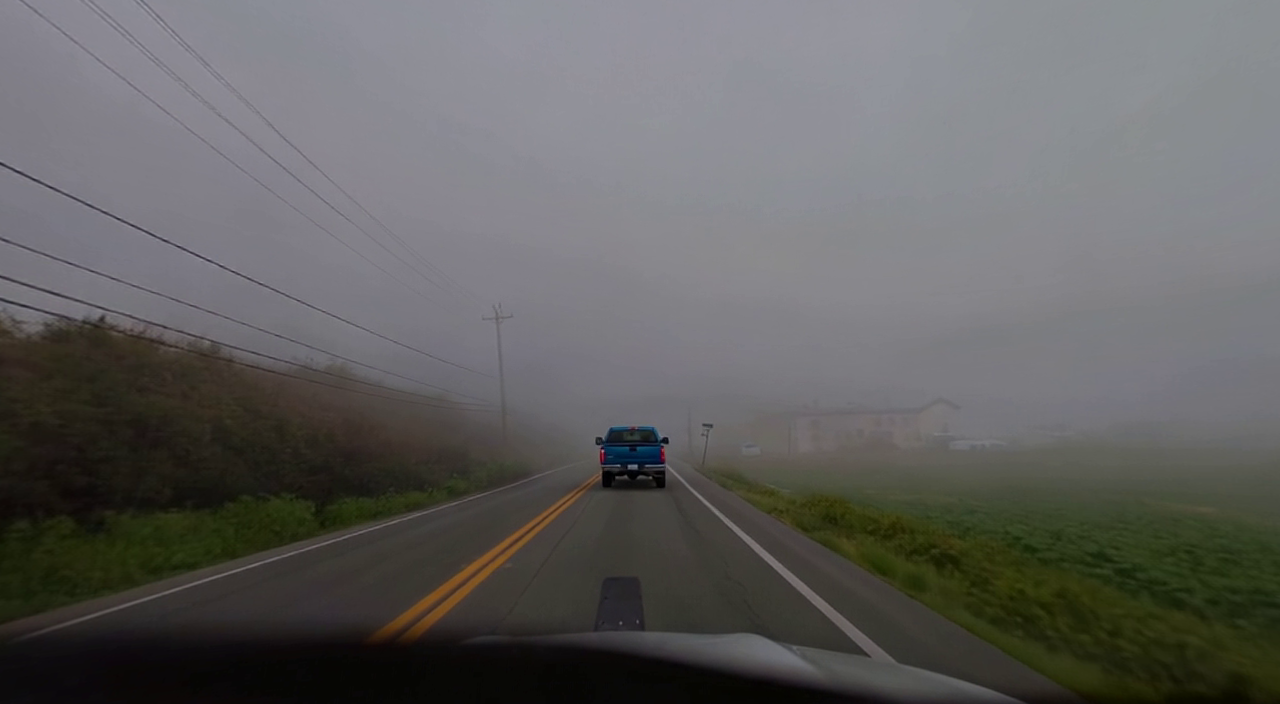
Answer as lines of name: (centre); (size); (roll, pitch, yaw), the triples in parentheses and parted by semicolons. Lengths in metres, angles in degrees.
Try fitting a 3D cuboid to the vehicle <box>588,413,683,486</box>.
vehicle: (-0.221, 3.668, 23.964); (3.021, 2.326, 7.410); (0, -8, -1)
